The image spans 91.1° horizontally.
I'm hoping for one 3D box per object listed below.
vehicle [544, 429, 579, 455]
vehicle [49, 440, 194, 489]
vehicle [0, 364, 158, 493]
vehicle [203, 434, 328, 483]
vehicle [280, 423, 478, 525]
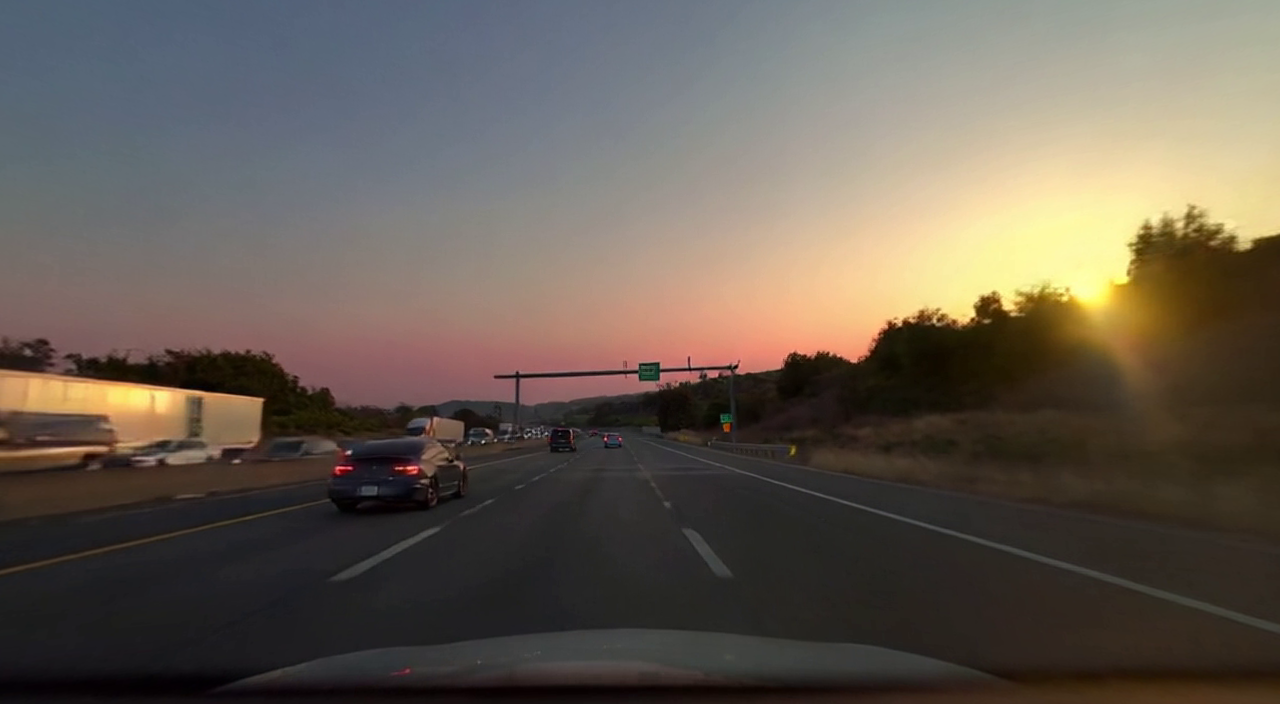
[{"bbox_3d":[-5.982,6.912,48.533,2.115,1.887,4.721,0,-8,-1],"label":"vehicle"},{"bbox_3d":[-17.025,3.666,20.881,1.788,1.466,3.581,0,-8,-2],"label":"vehicle"},{"bbox_3d":[-21.010,2.422,19.786,3.279,3.865,10.932,0,-8,-2],"label":"vehicle"},{"bbox_3d":[-12.417,3.513,21.162,1.947,1.471,3.746,0,-8,-1],"label":"vehicle"},{"bbox_3d":[-4.535,2.152,11.751,1.953,1.550,4.167,0,-8,-1],"label":"vehicle"}]
